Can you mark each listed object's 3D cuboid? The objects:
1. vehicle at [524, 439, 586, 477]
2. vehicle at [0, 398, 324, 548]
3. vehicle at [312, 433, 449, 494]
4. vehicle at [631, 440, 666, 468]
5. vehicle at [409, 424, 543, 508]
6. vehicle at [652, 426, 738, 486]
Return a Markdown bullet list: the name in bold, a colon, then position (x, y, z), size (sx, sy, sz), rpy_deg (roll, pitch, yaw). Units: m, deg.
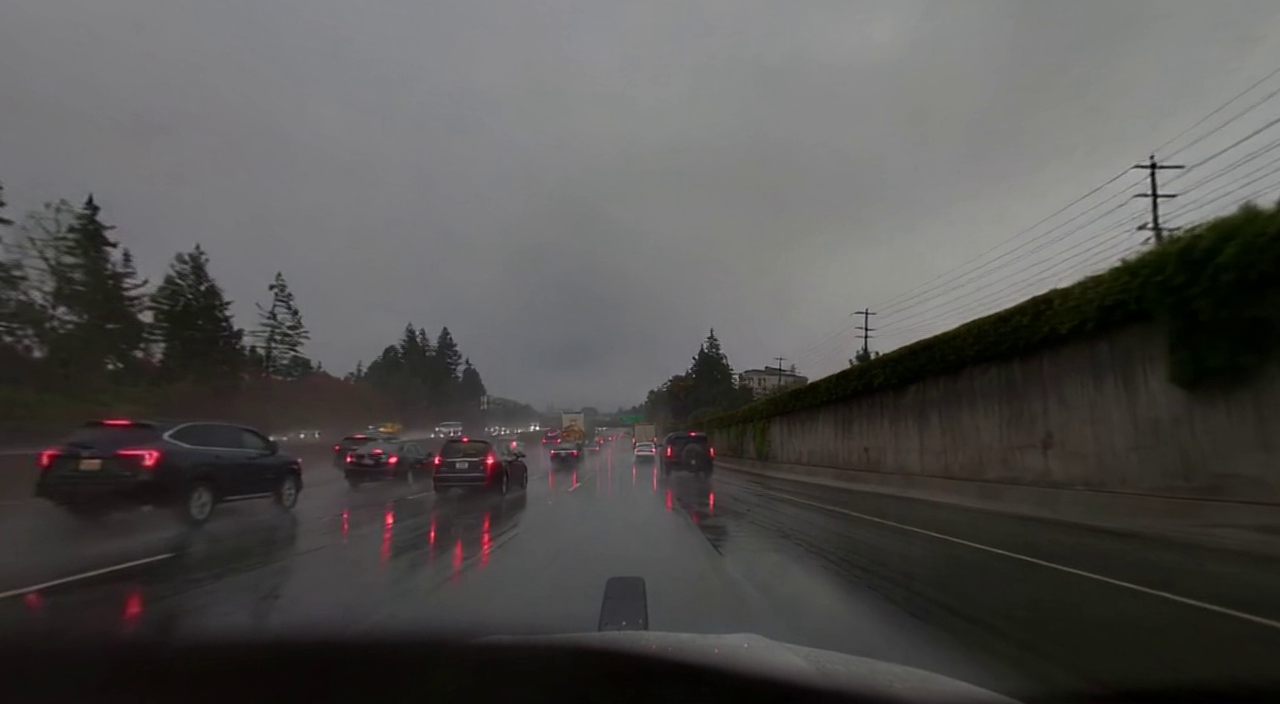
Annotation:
- **vehicle**: position (-3.666, 4.644, 28.037), size (2.049, 1.530, 4.707), rpy_deg (0, -8, 1)
- **vehicle**: position (-7.401, 1.819, 10.096), size (2.222, 1.825, 4.640), rpy_deg (0, -8, 0)
- **vehicle**: position (-7.314, 3.170, 18.413), size (1.985, 1.529, 4.710), rpy_deg (0, -8, 0)
- **vehicle**: position (0.483, 6.345, 39.483), size (2.092, 1.671, 3.889), rpy_deg (0, -8, -1)
- **vehicle**: position (-3.740, 2.695, 15.351), size (2.026, 1.719, 4.490), rpy_deg (0, -8, 0)
- **vehicle**: position (2.037, 4.179, 25.716), size (2.793, 2.132, 5.682), rpy_deg (0, -8, -2)
